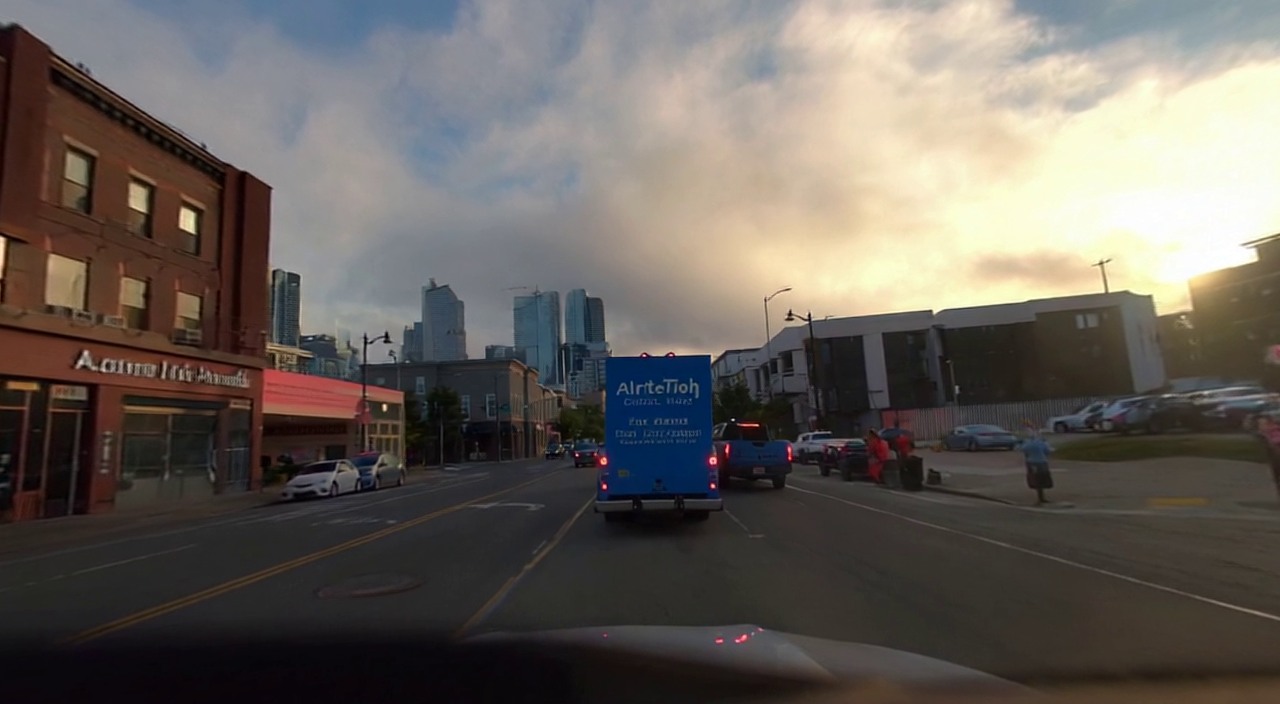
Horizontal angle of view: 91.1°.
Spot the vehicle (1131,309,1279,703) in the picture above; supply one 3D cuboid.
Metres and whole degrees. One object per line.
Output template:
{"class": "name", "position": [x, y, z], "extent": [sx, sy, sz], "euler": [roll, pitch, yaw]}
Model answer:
{"class": "vehicle", "position": [3.426, 0.495, 0.706], "extent": [2.104, 1.786, 4.498], "euler": [0, -8, 1]}

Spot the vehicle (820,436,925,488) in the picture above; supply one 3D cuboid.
{"class": "vehicle", "position": [7.682, 3.655, 21.224], "extent": [1.951, 1.548, 4.290], "euler": [0, -8, 1]}

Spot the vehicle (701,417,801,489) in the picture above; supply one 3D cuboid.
{"class": "vehicle", "position": [3.455, 3.289, 20.741], "extent": [2.346, 2.062, 5.236], "euler": [0, -8, 0]}

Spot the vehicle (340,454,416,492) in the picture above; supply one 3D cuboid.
{"class": "vehicle", "position": [-13.193, 6.071, 31.873], "extent": [1.943, 1.682, 4.365], "euler": [0, -8, 0]}

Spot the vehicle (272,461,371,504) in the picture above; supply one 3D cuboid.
{"class": "vehicle", "position": [-13.342, 5.478, 26.655], "extent": [1.901, 1.508, 4.405], "euler": [0, -8, 0]}

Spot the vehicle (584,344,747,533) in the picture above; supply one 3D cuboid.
{"class": "vehicle", "position": [0.284, 1.773, 12.920], "extent": [2.517, 2.926, 6.177], "euler": [0, -8, -2]}
